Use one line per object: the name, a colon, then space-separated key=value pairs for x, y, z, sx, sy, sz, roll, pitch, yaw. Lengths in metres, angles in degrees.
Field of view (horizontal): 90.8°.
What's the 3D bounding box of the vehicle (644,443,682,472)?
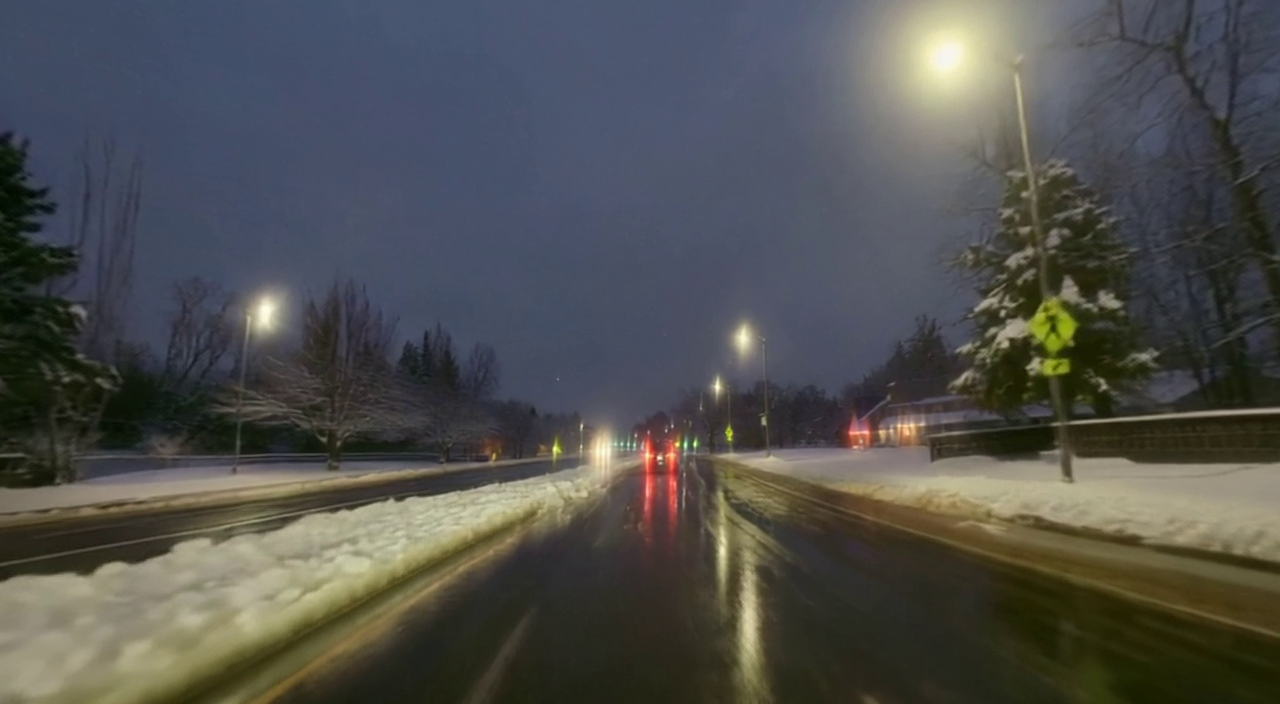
vehicle: x=1.366 y=6.378 z=38.333 sx=2.158 sy=1.600 sz=3.865 roll=-1 pitch=-8 yaw=2
